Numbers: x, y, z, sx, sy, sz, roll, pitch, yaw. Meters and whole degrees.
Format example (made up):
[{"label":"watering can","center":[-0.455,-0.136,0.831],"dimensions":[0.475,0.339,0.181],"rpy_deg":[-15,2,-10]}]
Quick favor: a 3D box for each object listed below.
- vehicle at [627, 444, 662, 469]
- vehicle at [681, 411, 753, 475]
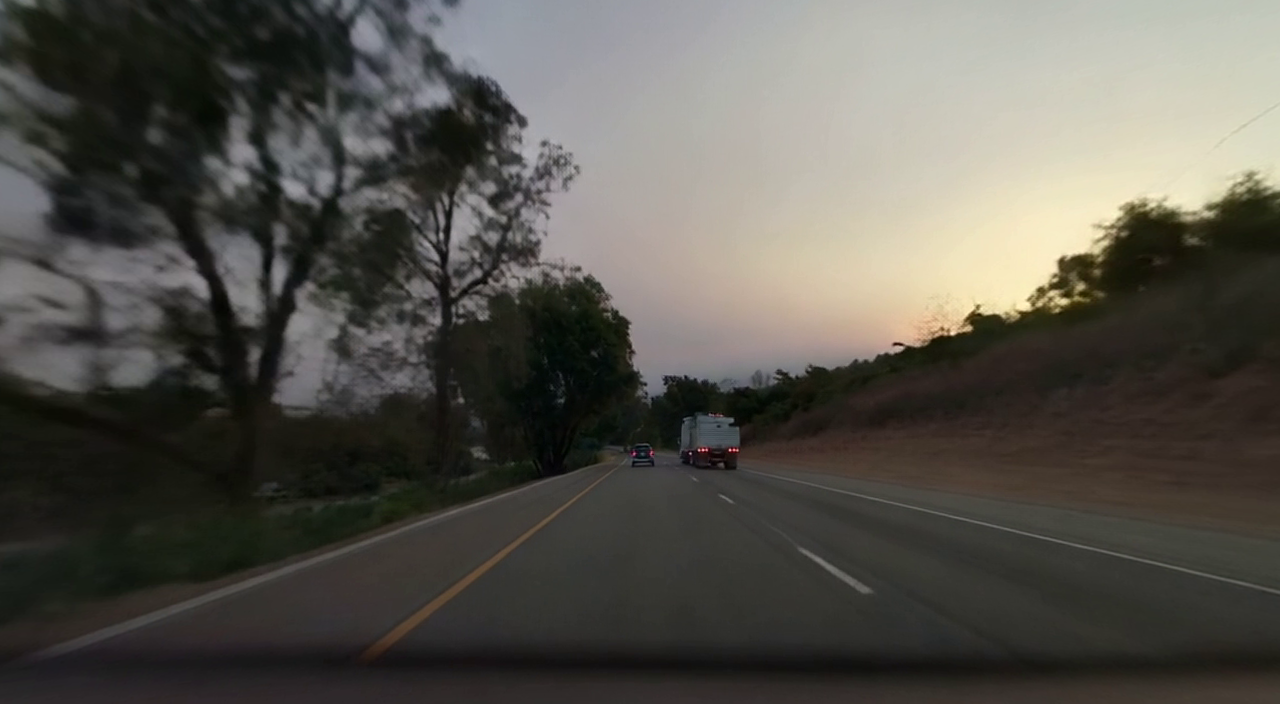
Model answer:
[{"label":"vehicle","center":[0.327,6.752,40.854],"dimensions":[2.170,1.544,4.373],"rpy_deg":[0,-8,1]},{"label":"vehicle","center":[4.170,5.186,35.900],"dimensions":[3.015,3.211,7.982],"rpy_deg":[0,-8,-1]}]
